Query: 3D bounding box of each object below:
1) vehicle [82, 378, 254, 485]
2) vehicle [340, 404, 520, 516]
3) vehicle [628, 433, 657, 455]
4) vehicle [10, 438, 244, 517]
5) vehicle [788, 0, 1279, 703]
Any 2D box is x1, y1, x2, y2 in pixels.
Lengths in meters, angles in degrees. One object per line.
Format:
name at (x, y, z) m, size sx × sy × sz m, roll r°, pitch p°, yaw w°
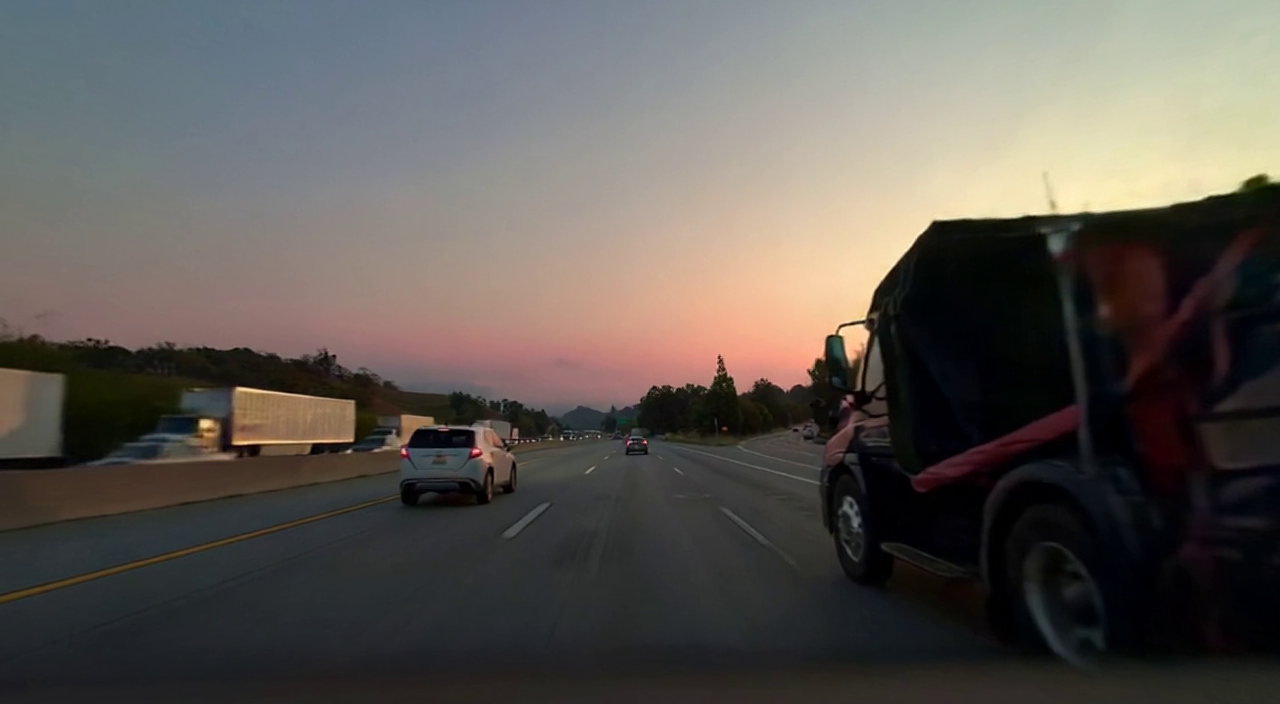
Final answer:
vehicle at (-19.544, 3.336, 26.526) m, size 3.070 × 4.049 × 5.097 m, roll 0°, pitch -8°, yaw -1°
vehicle at (-4.007, 2.144, 13.068) m, size 2.115 × 1.887 × 4.721 m, roll 0°, pitch -8°, yaw 0°
vehicle at (0.164, 6.839, 46.692) m, size 2.051 × 1.528 × 4.265 m, roll 0°, pitch -8°, yaw -1°
vehicle at (-11.083, 2.672, 14.057) m, size 1.891 × 1.475 × 3.958 m, roll 0°, pitch -8°, yaw 0°
vehicle at (3.565, -0.060, 5.522) m, size 3.024 × 4.287 × 5.601 m, roll 1°, pitch -7°, yaw -1°
